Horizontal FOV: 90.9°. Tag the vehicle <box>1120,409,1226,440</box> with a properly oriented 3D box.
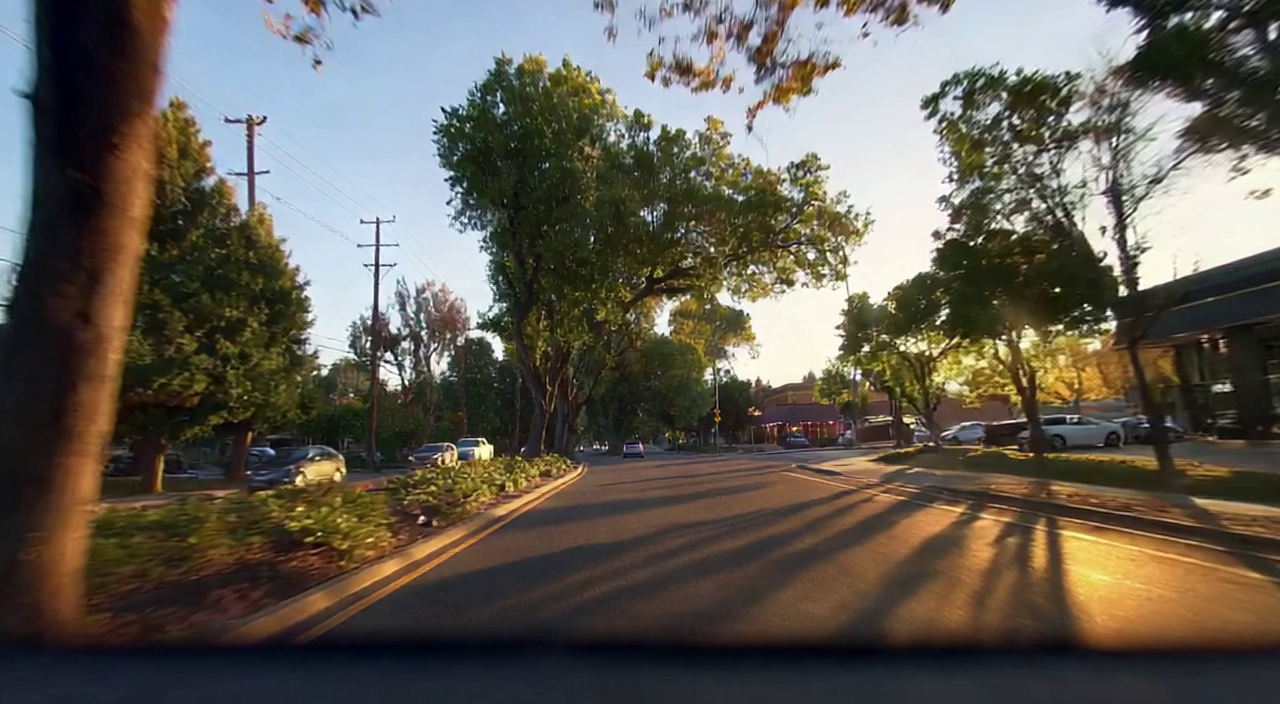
[{"bbox_3d":[31.818,4.376,37.719,4.528,1.734,1.985,0,-8,-1],"label":"vehicle"}]

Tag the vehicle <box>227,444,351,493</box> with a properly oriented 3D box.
[{"bbox_3d":[-11.909,3.936,21.782,1.931,1.493,4.308,0,-8,-3],"label":"vehicle"}]

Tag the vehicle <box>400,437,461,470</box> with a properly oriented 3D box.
[{"bbox_3d":[-10.474,5.100,31.788,1.778,1.517,3.923,0,-8,-1],"label":"vehicle"}]

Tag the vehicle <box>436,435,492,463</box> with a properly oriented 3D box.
[{"bbox_3d":[-12.103,6.720,43.796,2.471,1.783,5.903,0,-8,-3],"label":"vehicle"}]

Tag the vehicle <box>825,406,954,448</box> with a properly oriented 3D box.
[{"bbox_3d":[18.777,5.709,47.784,8.462,3.012,2.906,0,-8,-1],"label":"vehicle"}]

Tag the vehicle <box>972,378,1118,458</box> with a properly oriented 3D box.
[{"bbox_3d":[17.629,3.131,28.279,2.920,2.995,8.704,-3,-9,16],"label":"vehicle"}]
